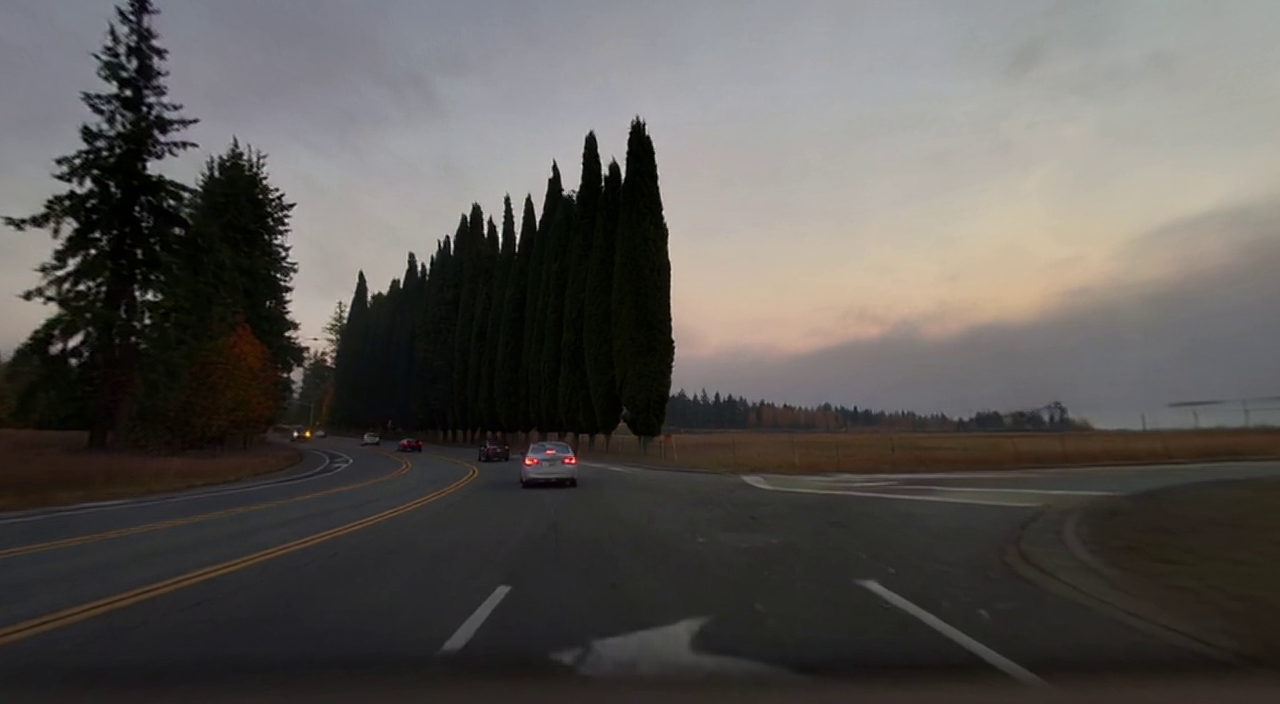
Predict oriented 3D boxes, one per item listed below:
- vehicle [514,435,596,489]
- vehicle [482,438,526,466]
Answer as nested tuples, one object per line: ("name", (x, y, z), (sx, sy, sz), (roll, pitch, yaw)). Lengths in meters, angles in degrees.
("vehicle", (-2.819, 3.446, 20.022), (2.296, 1.510, 4.068), (2, -9, -11))
("vehicle", (-8.077, 5.875, 37.059), (2.080, 1.530, 3.719), (3, -9, -19))
